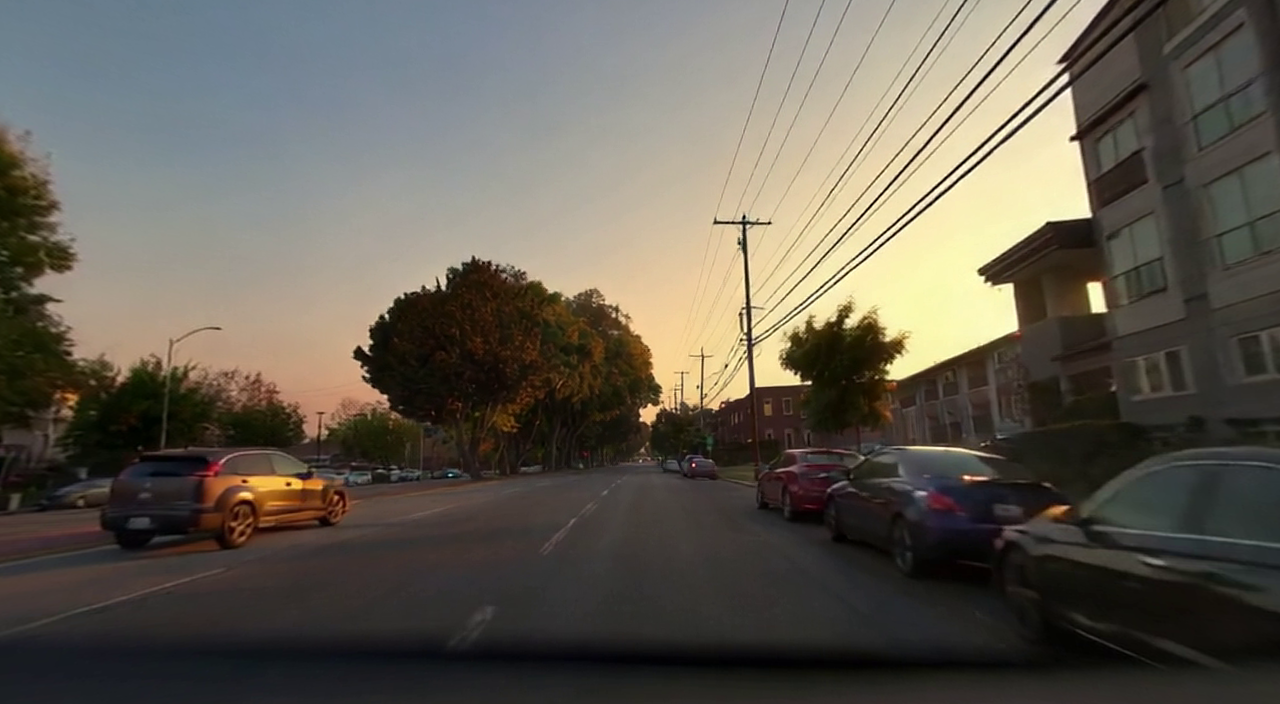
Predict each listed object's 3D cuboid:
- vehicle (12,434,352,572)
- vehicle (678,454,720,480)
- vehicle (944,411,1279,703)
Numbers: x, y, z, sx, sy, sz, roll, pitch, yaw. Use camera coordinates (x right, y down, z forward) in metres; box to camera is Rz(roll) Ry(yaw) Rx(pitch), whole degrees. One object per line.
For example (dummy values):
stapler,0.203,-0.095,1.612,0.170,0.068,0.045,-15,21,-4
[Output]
vehicle,-6.699,2.188,10.080,2.000,1.671,4.497,0,-8,0
vehicle,3.727,7.351,40.523,2.259,1.500,4.474,0,-8,0
vehicle,3.357,0.992,2.565,2.016,1.477,4.620,-1,-8,1
